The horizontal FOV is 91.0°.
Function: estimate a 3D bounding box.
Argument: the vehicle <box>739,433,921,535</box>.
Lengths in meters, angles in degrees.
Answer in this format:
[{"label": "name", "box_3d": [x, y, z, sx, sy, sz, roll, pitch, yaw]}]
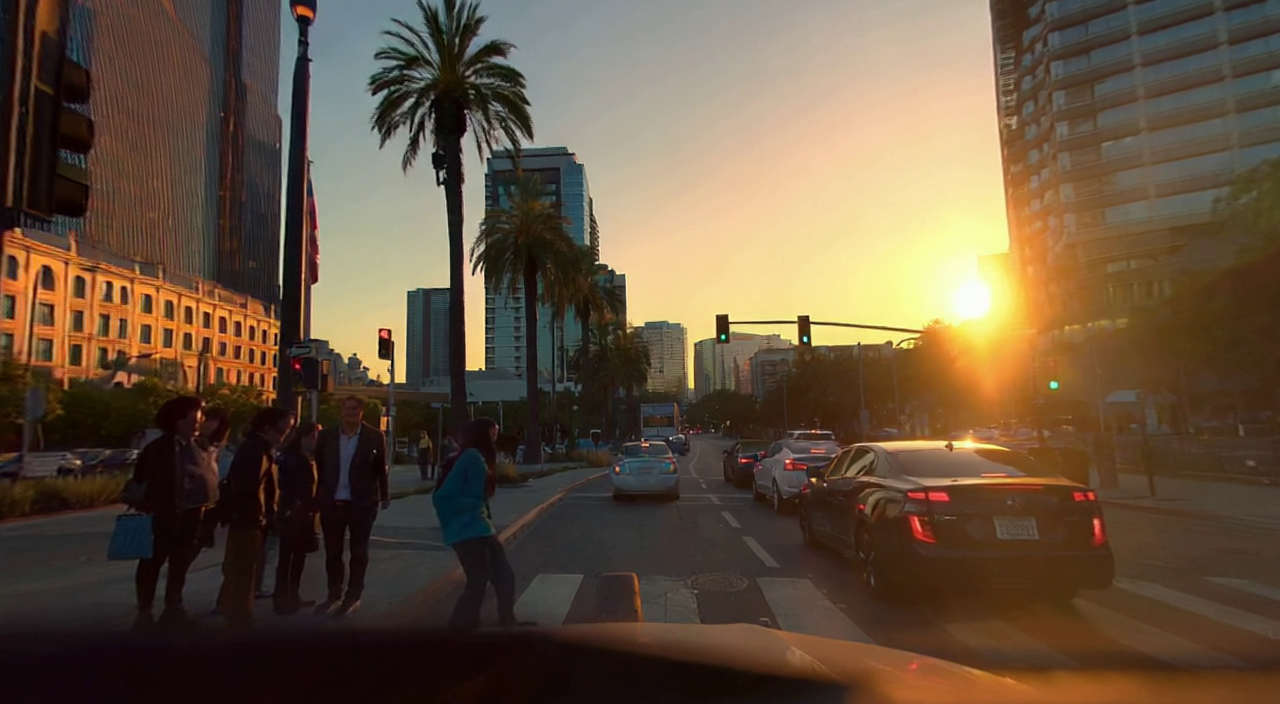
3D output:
[{"label": "vehicle", "box_3d": [3.123, 2.257, 11.442, 1.913, 1.469, 4.425, 0, -9, 0]}]

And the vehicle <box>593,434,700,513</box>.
[{"label": "vehicle", "box_3d": [0.157, 2.618, 14.003, 2.048, 1.503, 3.681, 0, -9, 1]}]

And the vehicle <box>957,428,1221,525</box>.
[{"label": "vehicle", "box_3d": [8.171, 2.280, 12.088, 1.859, 1.508, 4.259, 0, -9, -1]}]

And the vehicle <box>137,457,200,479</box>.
[{"label": "vehicle", "box_3d": [-36.836, 9.042, 49.273, 1.700, 1.527, 4.445, 1, -9, -4]}]

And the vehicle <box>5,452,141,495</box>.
[{"label": "vehicle", "box_3d": [-26.698, 5.709, 29.931, 2.105, 1.793, 4.812, 0, -9, -3]}]
